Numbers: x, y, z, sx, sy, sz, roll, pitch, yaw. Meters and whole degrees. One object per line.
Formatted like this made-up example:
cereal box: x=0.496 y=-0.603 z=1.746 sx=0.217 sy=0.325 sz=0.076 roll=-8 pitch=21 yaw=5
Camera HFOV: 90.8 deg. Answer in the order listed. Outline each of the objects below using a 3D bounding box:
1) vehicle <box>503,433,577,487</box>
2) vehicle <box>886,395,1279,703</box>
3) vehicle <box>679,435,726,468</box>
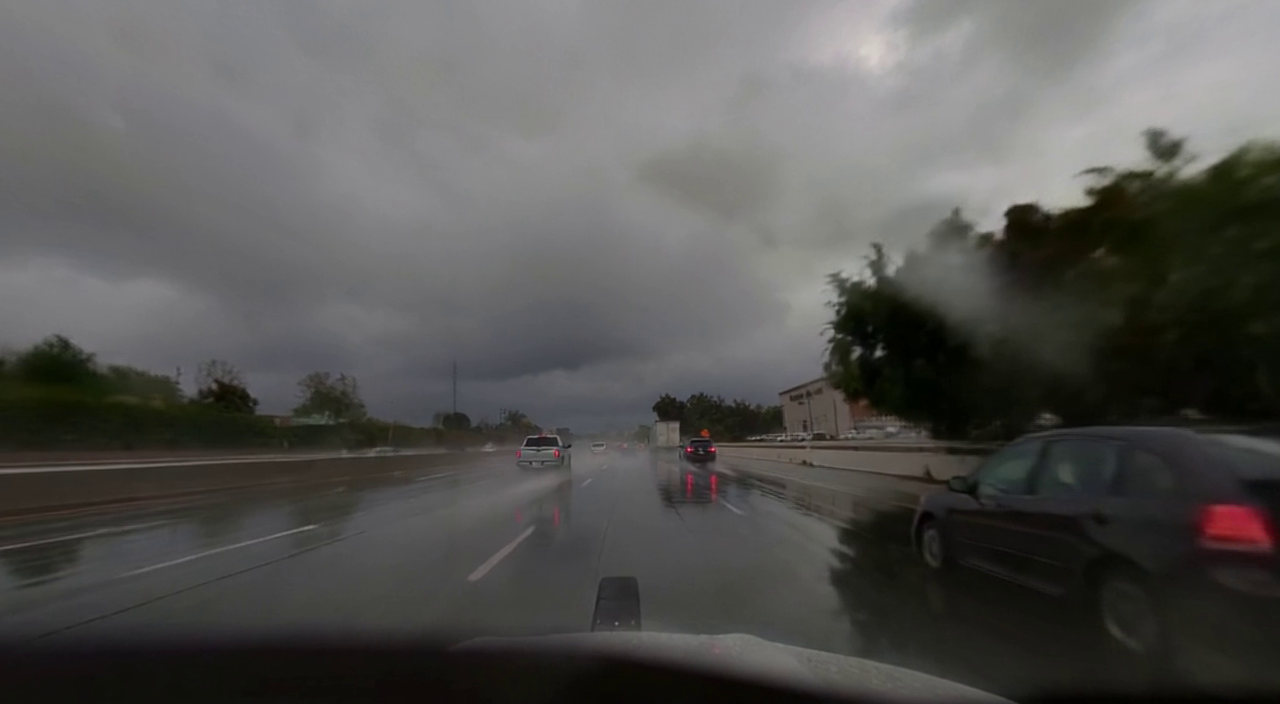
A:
vehicle: x=-3.541 y=3.915 z=23.229 sx=1.987 sy=1.765 sz=4.508 roll=0 pitch=-8 yaw=0
vehicle: x=3.767 y=1.229 z=4.675 sx=1.957 sy=1.510 sz=4.643 roll=0 pitch=-8 yaw=-1
vehicle: x=3.617 y=5.904 z=37.513 sx=2.198 sy=1.807 sz=4.530 roll=0 pitch=-8 yaw=-2
